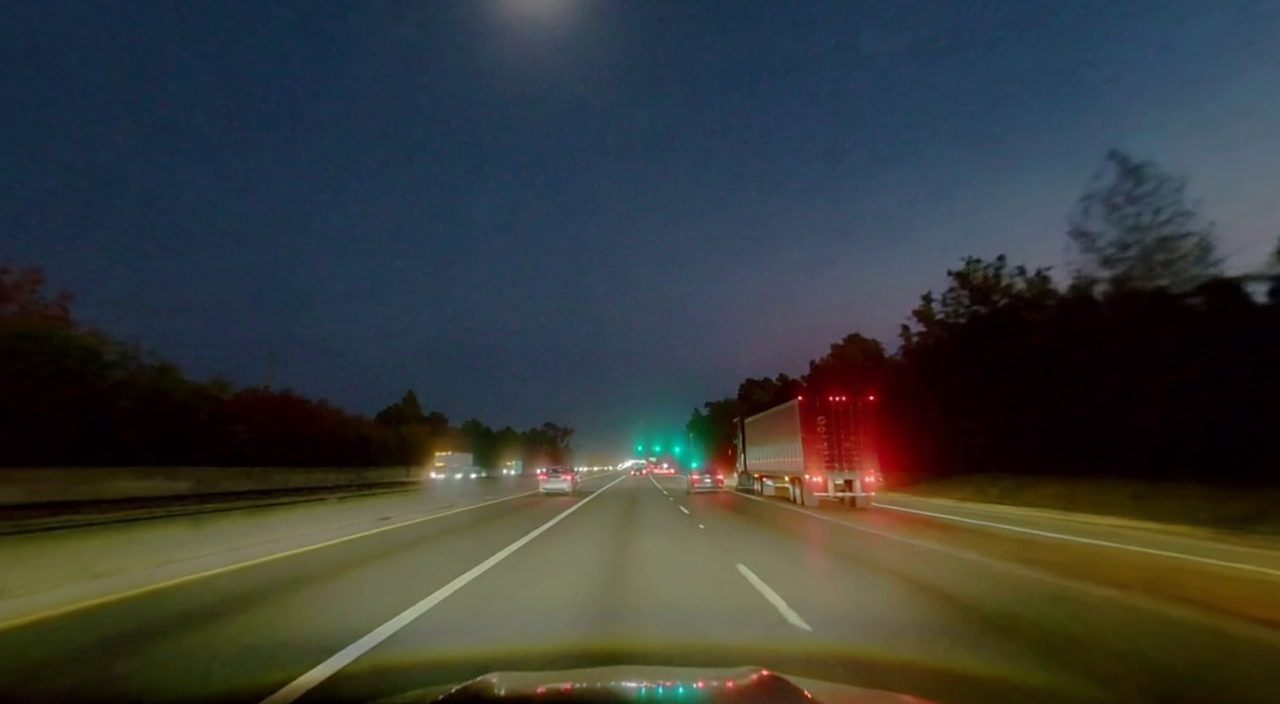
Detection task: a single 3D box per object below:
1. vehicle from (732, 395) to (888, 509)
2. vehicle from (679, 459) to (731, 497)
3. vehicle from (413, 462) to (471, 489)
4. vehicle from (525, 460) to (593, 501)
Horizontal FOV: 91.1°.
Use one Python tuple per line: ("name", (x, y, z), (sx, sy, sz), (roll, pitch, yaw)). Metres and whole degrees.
("vehicle", (7.453, 5.208, 31.636), (2.861, 4.086, 17.499), (1, -10, -1))
("vehicle", (3.216, 6.372, 31.929), (2.050, 1.708, 4.457), (1, -10, -1))
("vehicle", (-11.668, 7.317, 37.310), (1.870, 1.474, 4.645), (1, -10, 0))
("vehicle", (-3.269, 5.321, 26.258), (2.065, 1.485, 4.682), (1, -10, 2))
